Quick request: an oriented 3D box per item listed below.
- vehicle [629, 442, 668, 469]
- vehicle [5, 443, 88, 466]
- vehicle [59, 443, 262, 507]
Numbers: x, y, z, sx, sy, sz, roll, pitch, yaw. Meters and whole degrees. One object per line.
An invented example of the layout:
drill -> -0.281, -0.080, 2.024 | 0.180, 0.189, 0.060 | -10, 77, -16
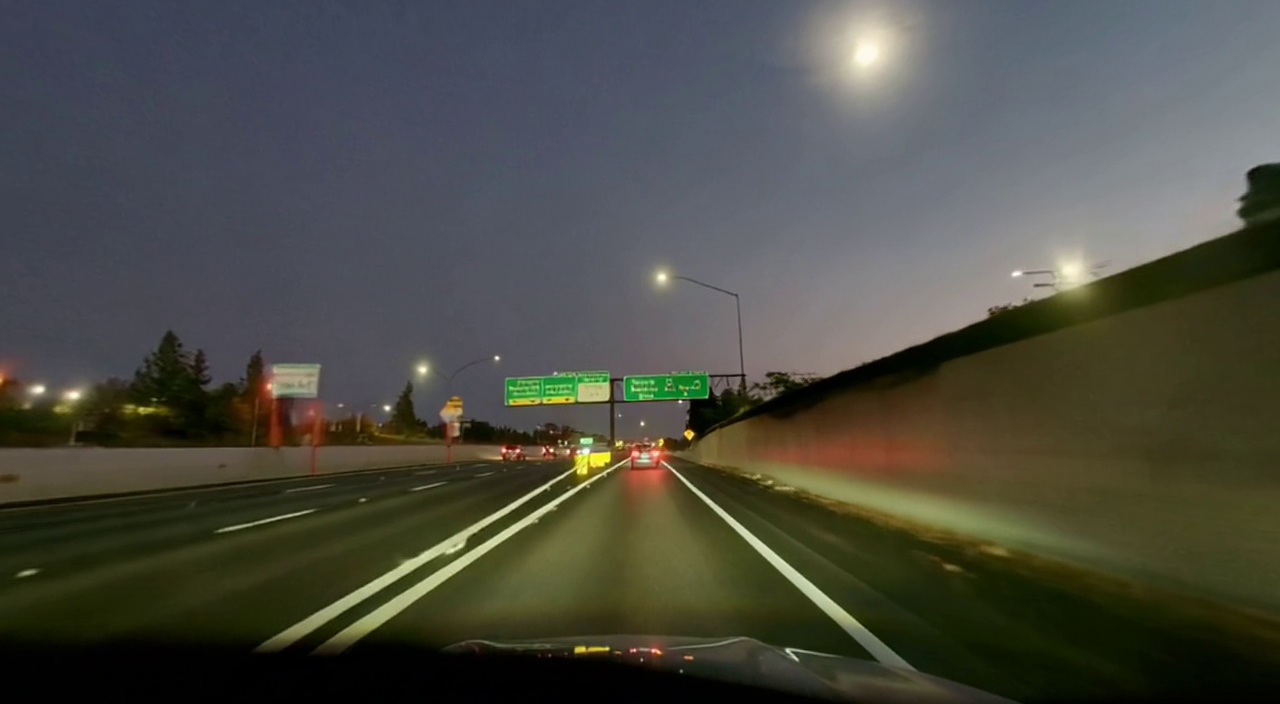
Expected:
vehicle -> 0.456, 6.018, 36.868 | 2.137, 1.461, 3.999 | 0, -8, -1
vehicle -> -41.962, 7.209, 44.735 | 1.780, 1.457, 4.568 | 1, -8, -6
vehicle -> -12.573, 3.205, 17.029 | 1.946, 1.461, 4.602 | 0, -8, -1
